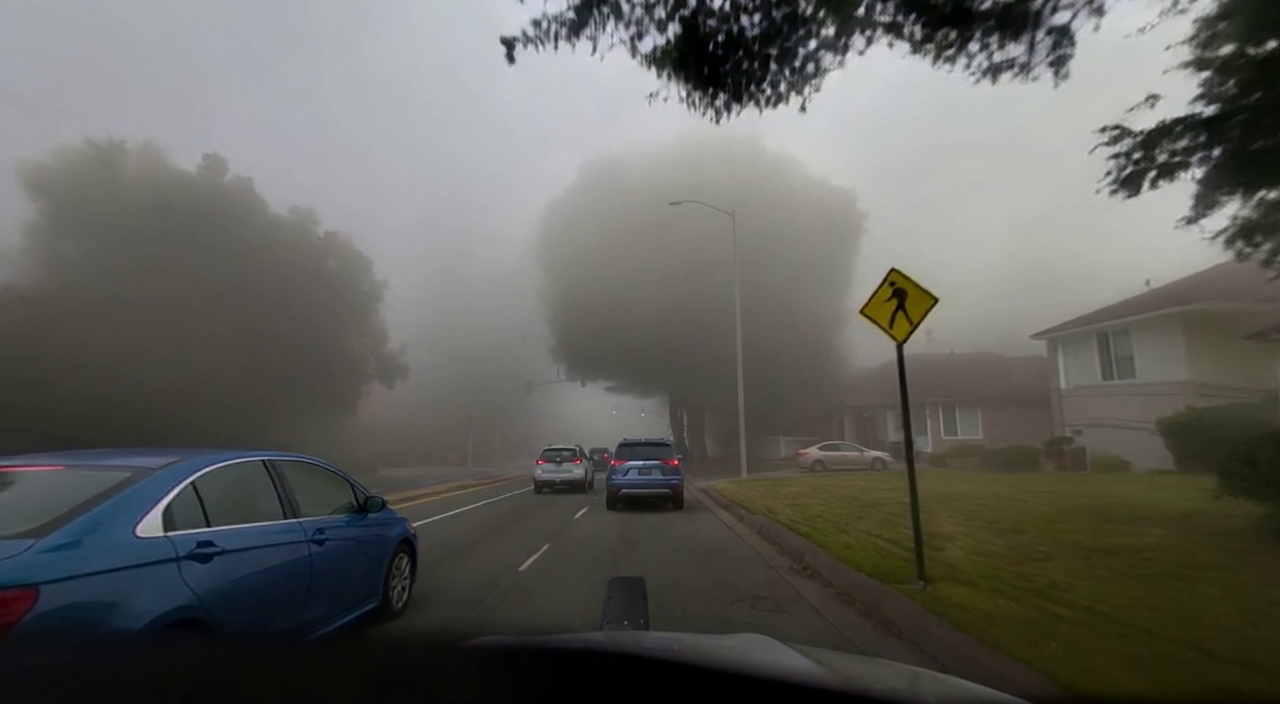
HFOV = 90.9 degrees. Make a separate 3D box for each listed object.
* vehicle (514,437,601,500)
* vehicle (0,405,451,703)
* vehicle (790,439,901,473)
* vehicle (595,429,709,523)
[{"bbox_3d":[-2.455,3.598,19.856,2.000,1.737,4.133,-1,-9,2],"label":"vehicle"},{"bbox_3d":[-2.841,1.165,3.561,1.968,1.472,4.685,-1,-9,2],"label":"vehicle"},{"bbox_3d":[9.444,4.809,29.204,4.456,1.504,1.914,0,-9,0],"label":"vehicle"},{"bbox_3d":[0.250,2.613,13.751,2.120,1.718,3.909,-1,-9,1],"label":"vehicle"}]
